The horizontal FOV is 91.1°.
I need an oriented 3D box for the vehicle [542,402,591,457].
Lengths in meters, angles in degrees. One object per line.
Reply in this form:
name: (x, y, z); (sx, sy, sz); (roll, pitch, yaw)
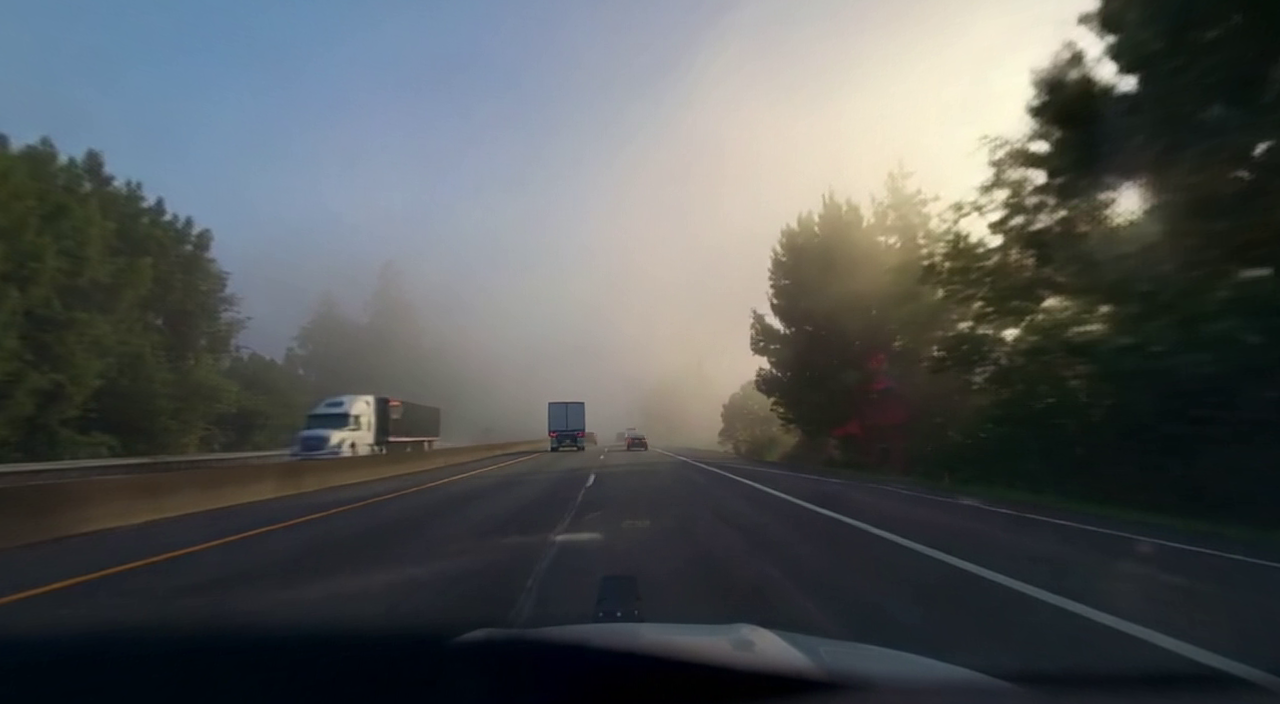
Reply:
vehicle: (-4.397, 4.818, 38.816); (2.450, 3.098, 6.965); (0, -8, -2)

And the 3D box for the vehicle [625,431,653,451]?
vehicle: (-0.102, 6.959, 49.053); (1.988, 1.472, 3.716); (0, -8, -3)

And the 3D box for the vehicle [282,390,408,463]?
vehicle: (-17.332, 4.580, 38.091); (2.992, 3.780, 10.447); (0, -8, -3)
